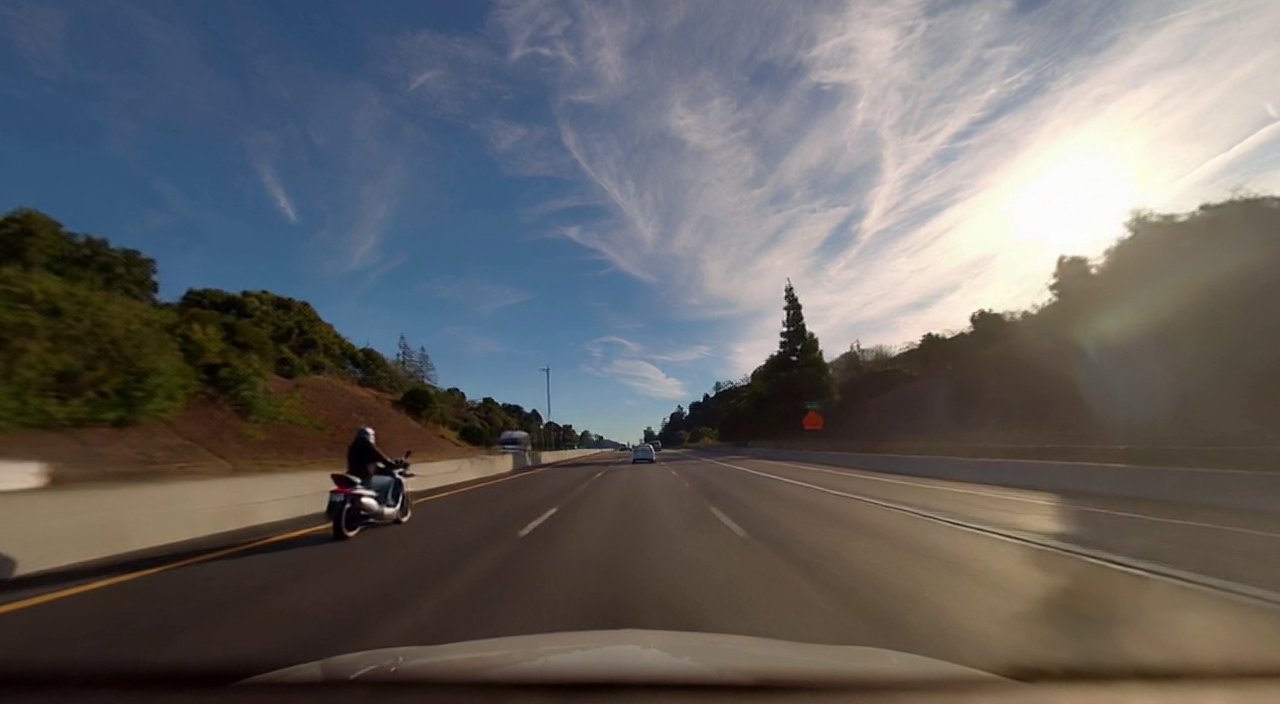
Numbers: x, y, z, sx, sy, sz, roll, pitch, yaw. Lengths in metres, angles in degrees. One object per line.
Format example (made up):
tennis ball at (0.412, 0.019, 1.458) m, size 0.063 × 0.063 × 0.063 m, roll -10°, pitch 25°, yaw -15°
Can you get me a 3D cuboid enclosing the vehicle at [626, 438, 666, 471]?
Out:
vehicle at (0.356, 6.103, 37.725) m, size 2.247 × 1.825 × 4.036 m, roll 0°, pitch -9°, yaw 0°
